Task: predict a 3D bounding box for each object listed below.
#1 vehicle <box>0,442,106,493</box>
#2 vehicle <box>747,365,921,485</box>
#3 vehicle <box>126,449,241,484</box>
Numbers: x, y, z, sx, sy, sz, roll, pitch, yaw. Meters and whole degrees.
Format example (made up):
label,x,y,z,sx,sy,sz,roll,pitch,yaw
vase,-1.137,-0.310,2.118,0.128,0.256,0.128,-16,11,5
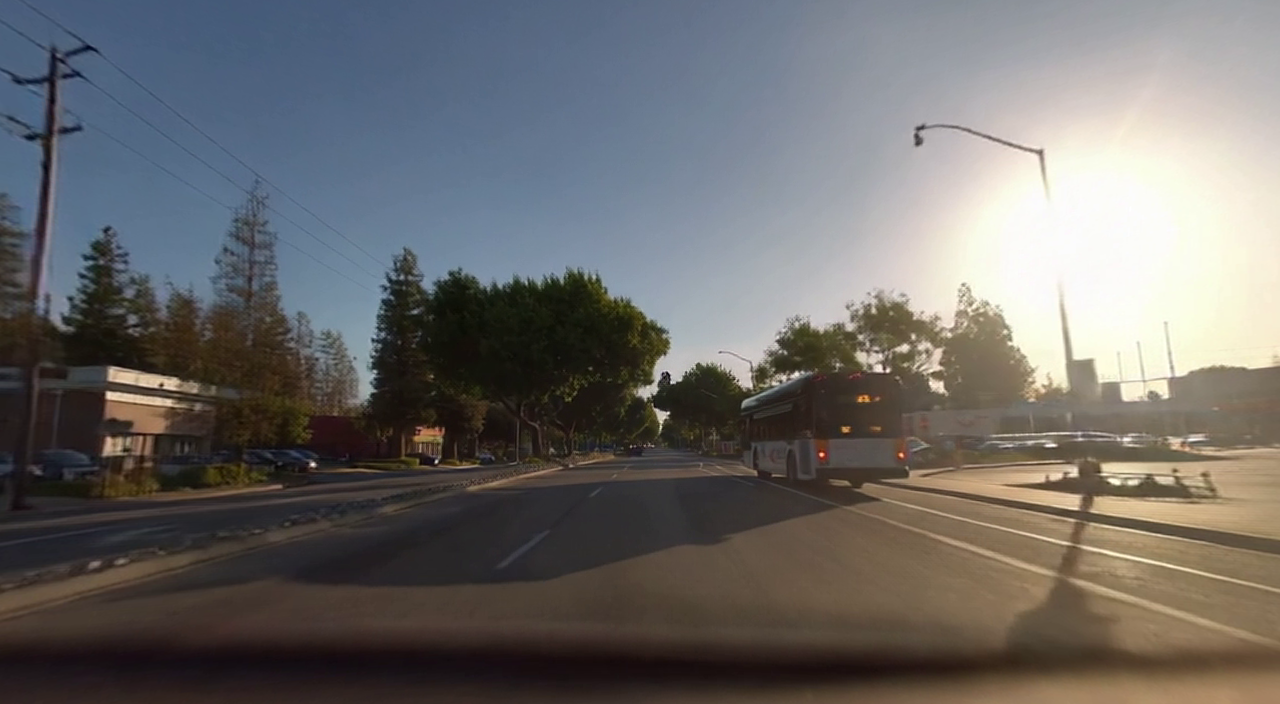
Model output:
label,x,y,z,sx,sy,sz,roll,pitch,yaw
vehicle,-24.412,4.382,24.157,2.284,1.855,5.392,-4,-9,25
vehicle,8.605,3.744,30.893,4.582,4.678,12.589,0,-8,0
vehicle,-24.218,6.076,33.537,4.325,1.716,2.358,0,-9,5
